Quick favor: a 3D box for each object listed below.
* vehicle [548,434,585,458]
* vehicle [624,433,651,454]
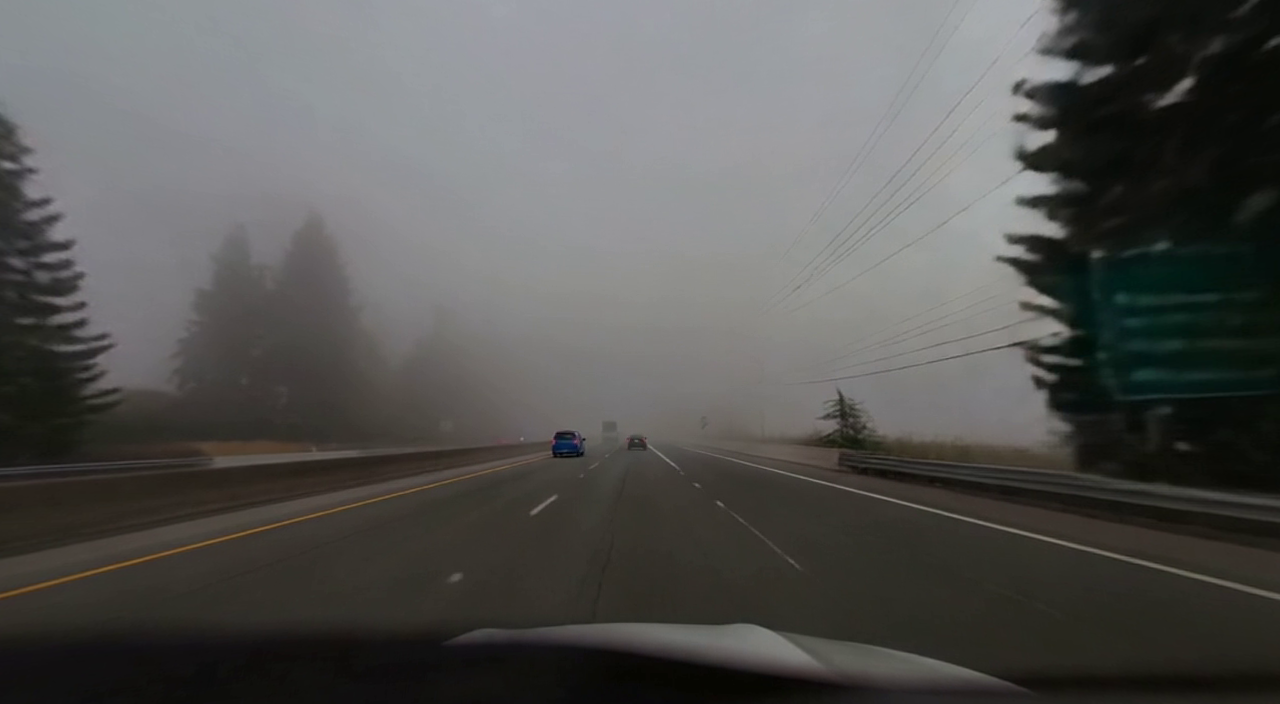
[{"bbox_3d":[-4.631,5.948,40.124,1.911,1.477,3.807,0,-8,0],"label":"vehicle"},{"bbox_3d":[-0.227,6.807,46.843,1.890,1.472,3.716,0,-8,-1],"label":"vehicle"}]
